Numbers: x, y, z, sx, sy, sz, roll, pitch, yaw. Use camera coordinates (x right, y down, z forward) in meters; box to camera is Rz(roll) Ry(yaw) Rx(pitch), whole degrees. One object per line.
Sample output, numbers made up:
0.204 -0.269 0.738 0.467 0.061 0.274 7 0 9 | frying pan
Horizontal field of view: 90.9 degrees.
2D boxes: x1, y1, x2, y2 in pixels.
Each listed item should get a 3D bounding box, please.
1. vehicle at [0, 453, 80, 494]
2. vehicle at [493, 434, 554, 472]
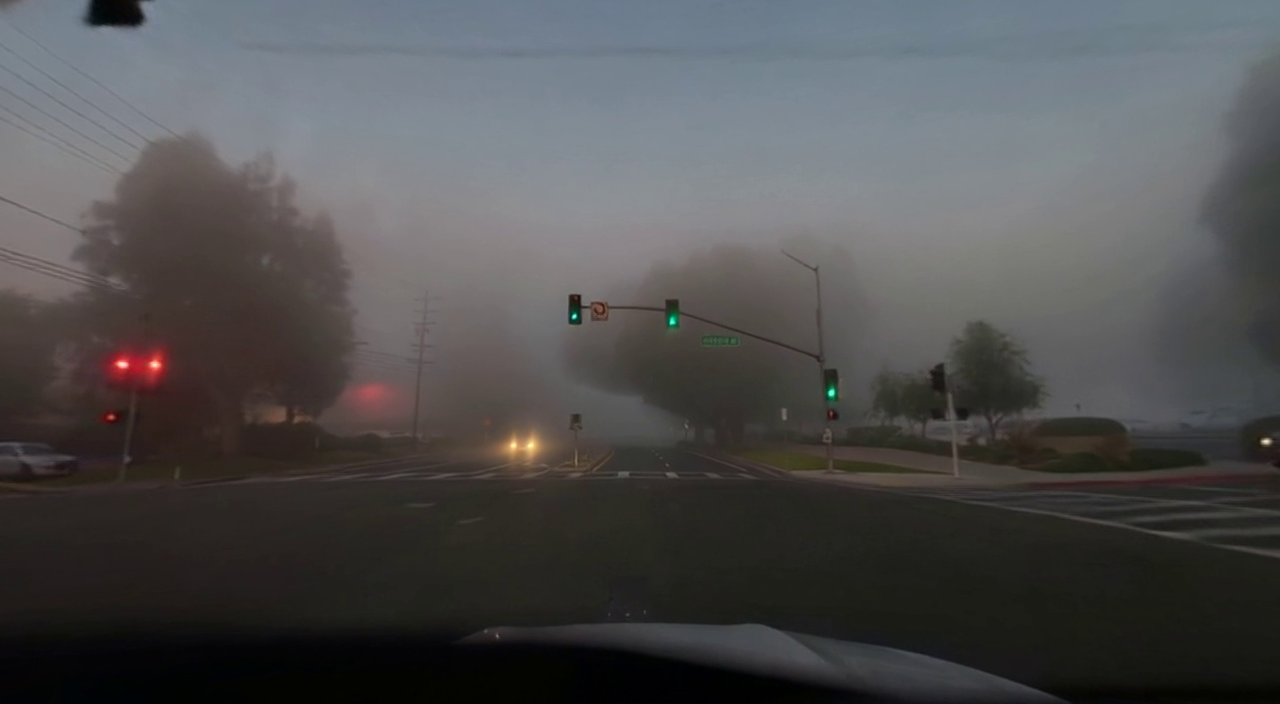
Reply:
-24.705 4.670 24.376 4.195 1.493 1.890 0 -9 -2 | vehicle
-5.170 4.505 28.696 1.948 1.471 5.408 2 -7 -2 | vehicle
